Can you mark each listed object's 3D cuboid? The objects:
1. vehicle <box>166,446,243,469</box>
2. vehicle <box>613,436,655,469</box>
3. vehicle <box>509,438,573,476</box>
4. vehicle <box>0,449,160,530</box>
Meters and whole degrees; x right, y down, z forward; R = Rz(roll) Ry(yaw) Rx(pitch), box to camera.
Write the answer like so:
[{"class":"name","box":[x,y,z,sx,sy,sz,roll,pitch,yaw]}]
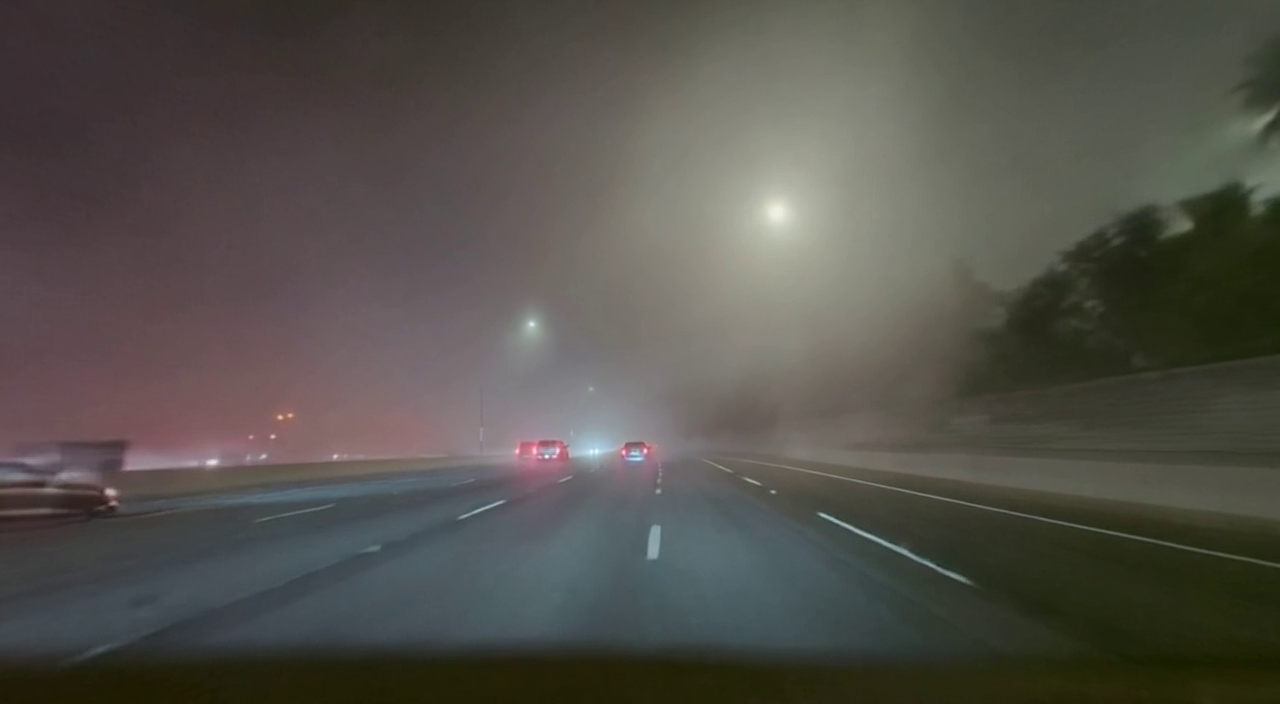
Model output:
[{"class":"vehicle","box":[-29.615,7.168,43.162,1.845,1.452,4.553,-1,-9,4]},{"class":"vehicle","box":[-0.262,5.540,34.920,2.201,1.672,4.128,0,-9,2]},{"class":"vehicle","box":[-4.718,5.092,30.866,2.204,1.677,4.438,0,-9,3]},{"class":"vehicle","box":[-12.793,2.740,12.973,1.946,1.473,4.763,0,-9,3]}]
